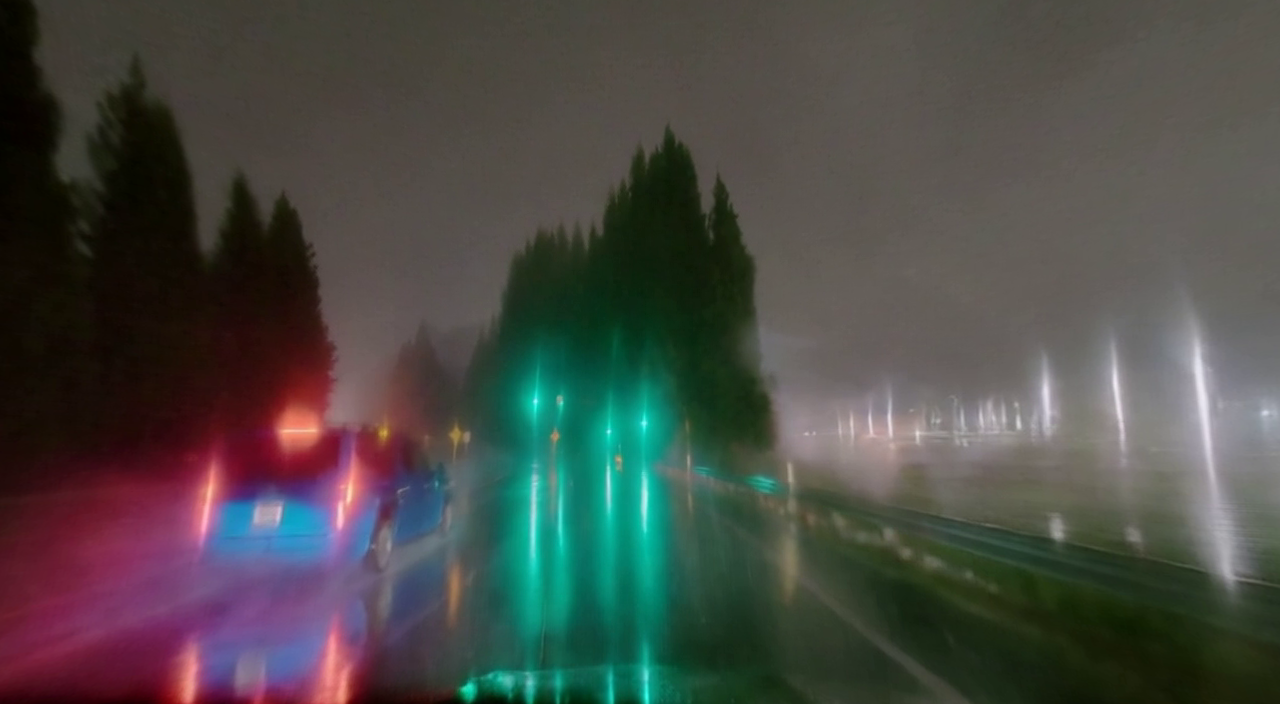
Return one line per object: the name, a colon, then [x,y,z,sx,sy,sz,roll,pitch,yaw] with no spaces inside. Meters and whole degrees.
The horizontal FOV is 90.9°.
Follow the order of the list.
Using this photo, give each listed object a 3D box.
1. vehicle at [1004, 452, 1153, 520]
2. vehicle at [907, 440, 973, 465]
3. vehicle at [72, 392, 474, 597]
vehicle: [11.772,3.461,16.816,4.621,1.457,2.045,7,-11,-40]
vehicle: [20.224,6.749,42.406,4.141,1.451,1.720,2,-9,-27]
vehicle: [-4.015,1.651,8.319,2.336,1.857,4.986,0,-8,-1]
